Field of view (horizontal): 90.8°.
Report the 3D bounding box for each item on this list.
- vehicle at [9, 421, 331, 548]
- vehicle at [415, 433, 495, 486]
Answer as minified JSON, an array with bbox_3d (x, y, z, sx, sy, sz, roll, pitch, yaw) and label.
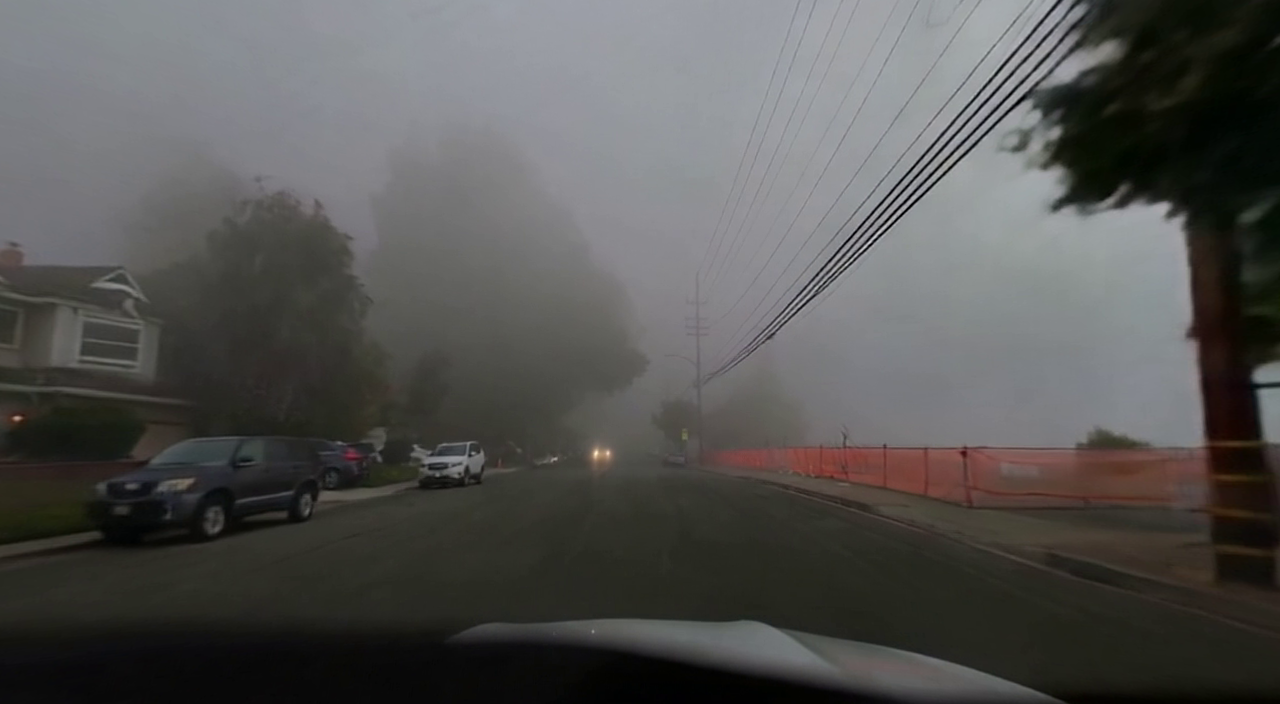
[{"bbox_3d":[-7.684,2.198,11.154,2.019,1.723,4.650,0,-9,1],"label":"vehicle"},{"bbox_3d":[-6.837,4.029,23.780,1.932,1.743,4.079,-1,-10,-2],"label":"vehicle"}]
